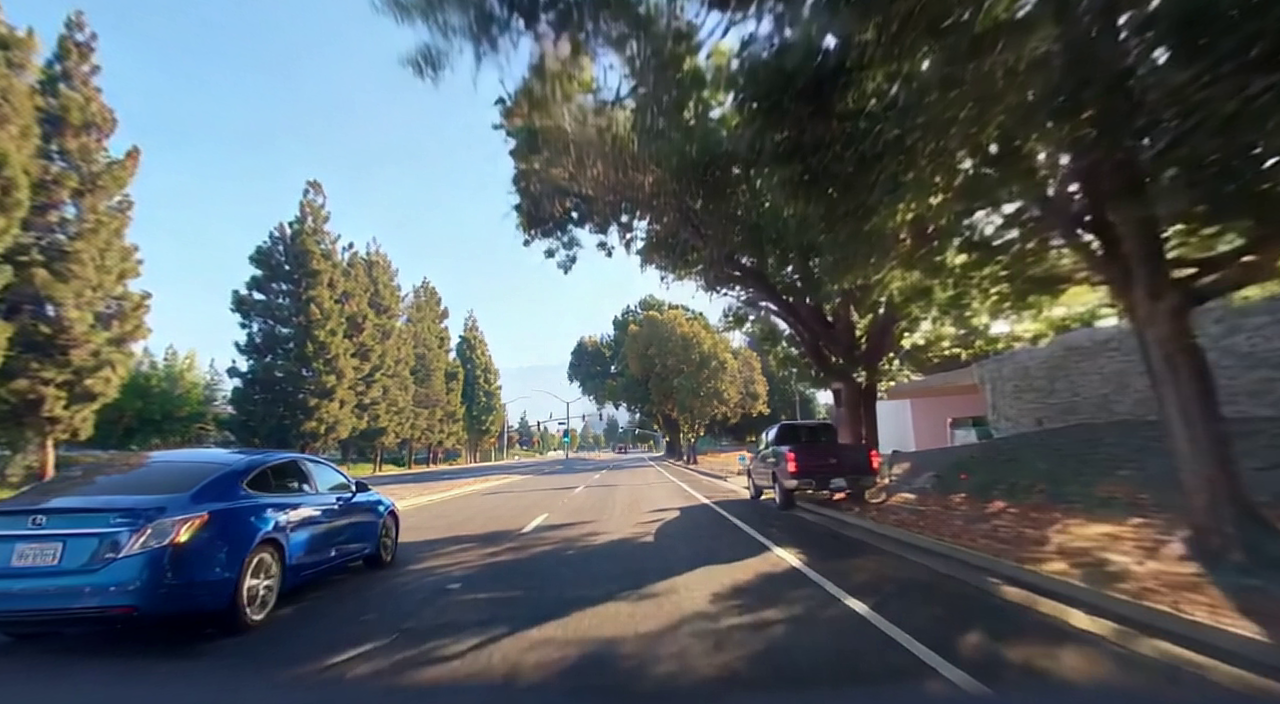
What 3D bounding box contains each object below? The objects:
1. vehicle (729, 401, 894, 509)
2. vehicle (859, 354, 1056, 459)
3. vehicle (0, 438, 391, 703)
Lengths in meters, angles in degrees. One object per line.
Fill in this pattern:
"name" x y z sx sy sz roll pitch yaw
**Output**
"vehicle" 4.334 2.814 17.675 2.554 2.388 6.973 0 -8 -1
"vehicle" 13.685 2.868 29.178 2.862 3.816 12.219 -1 -8 1
"vehicle" -3.940 1.484 5.348 1.946 1.437 4.154 0 -8 0
